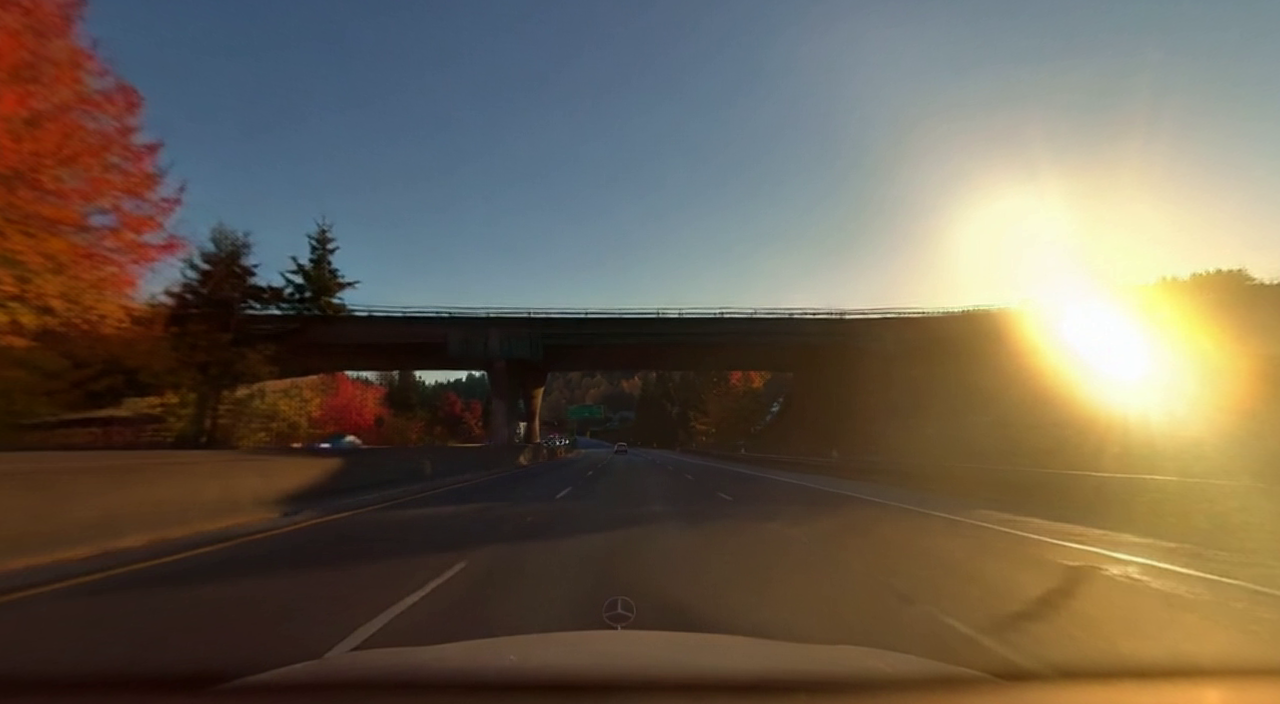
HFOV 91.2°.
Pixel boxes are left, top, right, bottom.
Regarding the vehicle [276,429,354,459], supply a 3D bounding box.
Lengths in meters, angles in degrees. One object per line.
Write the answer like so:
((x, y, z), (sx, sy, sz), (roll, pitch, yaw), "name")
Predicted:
((-17.362, 4.990, 33.706), (1.838, 1.488, 4.497), (0, -9, -1), "vehicle")
